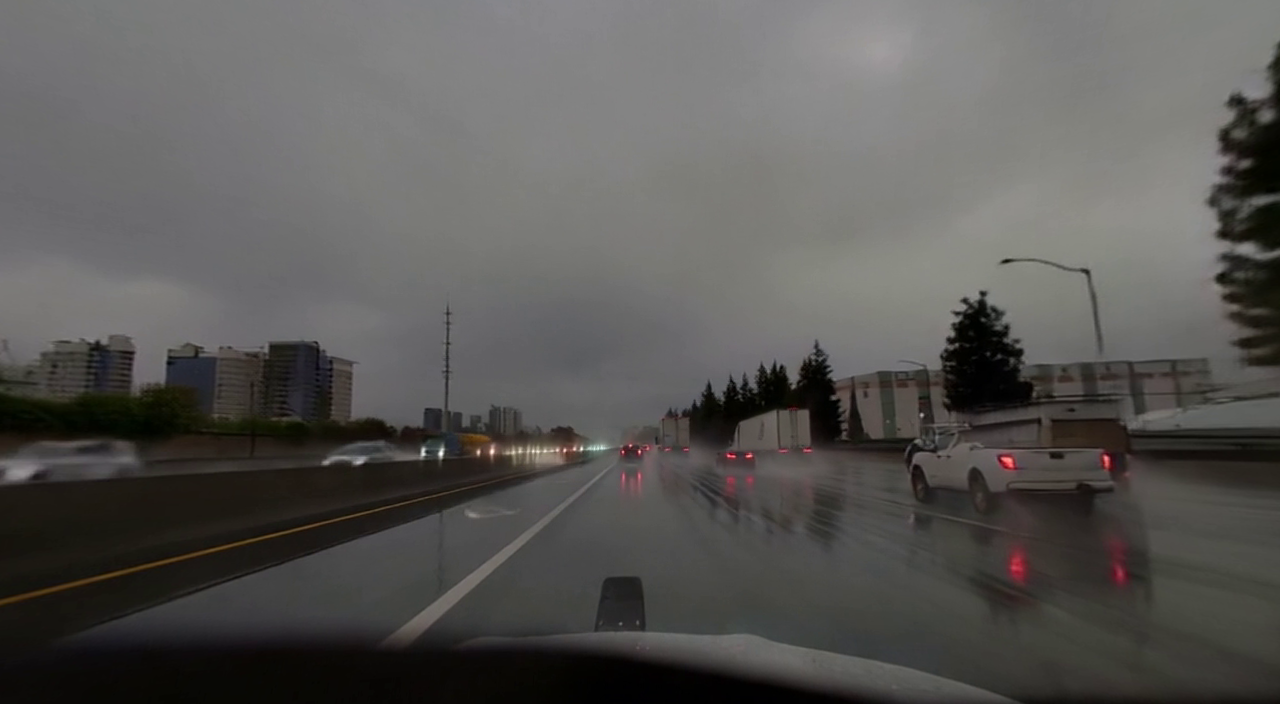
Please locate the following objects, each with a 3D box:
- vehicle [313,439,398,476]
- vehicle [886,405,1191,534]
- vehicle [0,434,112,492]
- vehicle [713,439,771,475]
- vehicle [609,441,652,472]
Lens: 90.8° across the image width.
[{"bbox_3d":[-12.452,4.662,27.961,1.841,1.498,4.055,0,-9,0],"label":"vehicle"},{"bbox_3d":[7.354,2.272,12.790,2.369,2.007,5.700,0,-9,-1],"label":"vehicle"},{"bbox_3d":[-20.230,3.491,19.984,2.104,1.695,5.702,0,-9,0],"label":"vehicle"},{"bbox_3d":[5.016,5.245,31.709,2.154,1.658,4.347,0,-9,0],"label":"vehicle"},{"bbox_3d":[-0.504,5.699,34.501,2.163,1.551,4.180,0,-9,0],"label":"vehicle"}]
